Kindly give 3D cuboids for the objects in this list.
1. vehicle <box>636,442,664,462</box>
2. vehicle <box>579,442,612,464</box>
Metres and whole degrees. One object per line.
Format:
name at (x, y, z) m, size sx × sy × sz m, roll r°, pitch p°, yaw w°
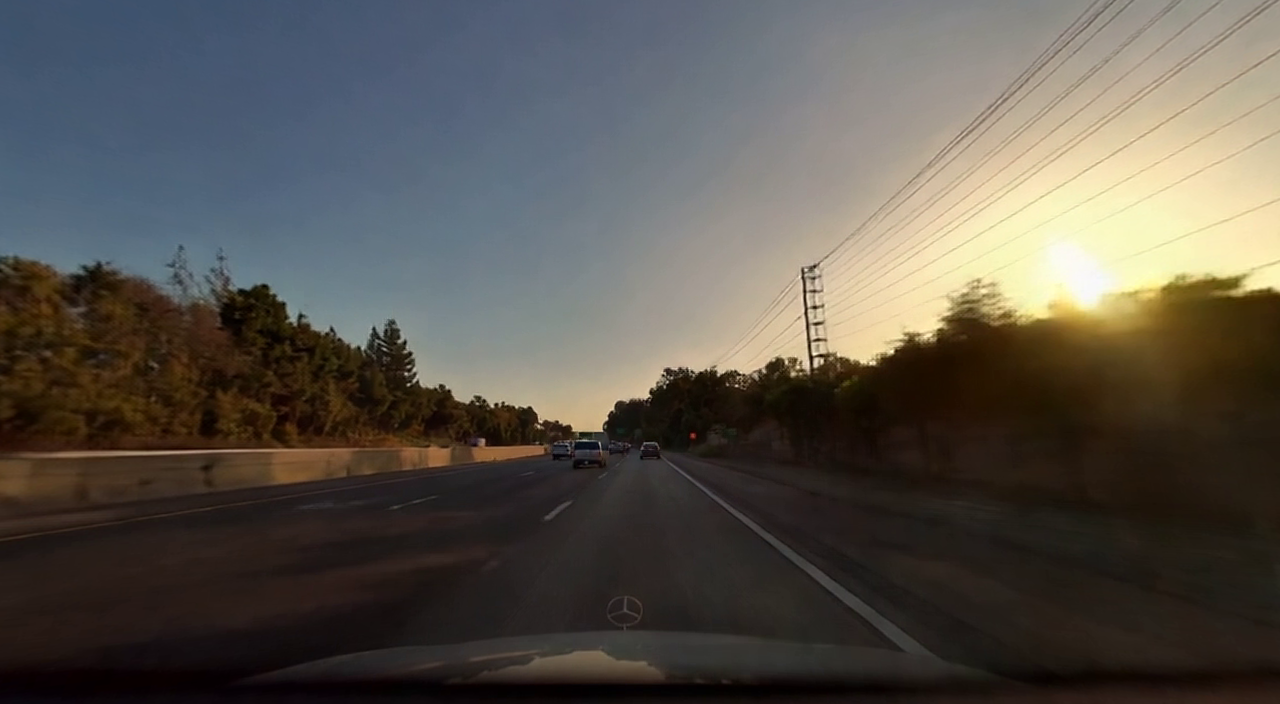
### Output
vehicle at (0.725, 7.650, 48.066) m, size 2.057 × 1.453 × 3.926 m, roll 0°, pitch -8°, yaw 0°
vehicle at (-3.201, 7.393, 46.150) m, size 2.046 × 1.478 × 4.111 m, roll 0°, pitch -8°, yaw 1°
